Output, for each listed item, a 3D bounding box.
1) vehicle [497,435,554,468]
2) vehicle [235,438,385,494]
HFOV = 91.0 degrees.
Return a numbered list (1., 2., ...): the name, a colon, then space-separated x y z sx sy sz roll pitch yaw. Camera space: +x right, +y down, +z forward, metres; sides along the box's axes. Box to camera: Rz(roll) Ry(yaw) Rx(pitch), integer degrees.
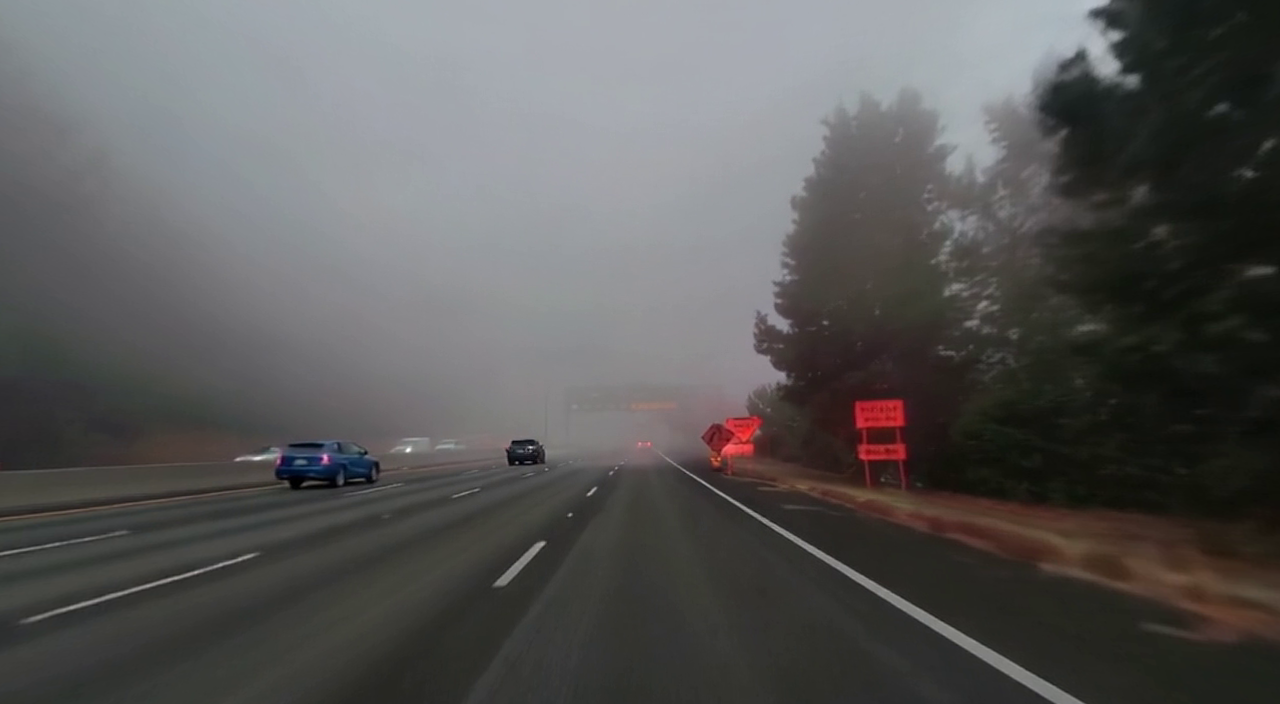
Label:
1. vehicle: -6.536 5.743 36.524 2.402 1.733 4.512 0 -8 1
2. vehicle: -9.939 3.456 19.491 2.122 1.511 4.576 0 -8 0
